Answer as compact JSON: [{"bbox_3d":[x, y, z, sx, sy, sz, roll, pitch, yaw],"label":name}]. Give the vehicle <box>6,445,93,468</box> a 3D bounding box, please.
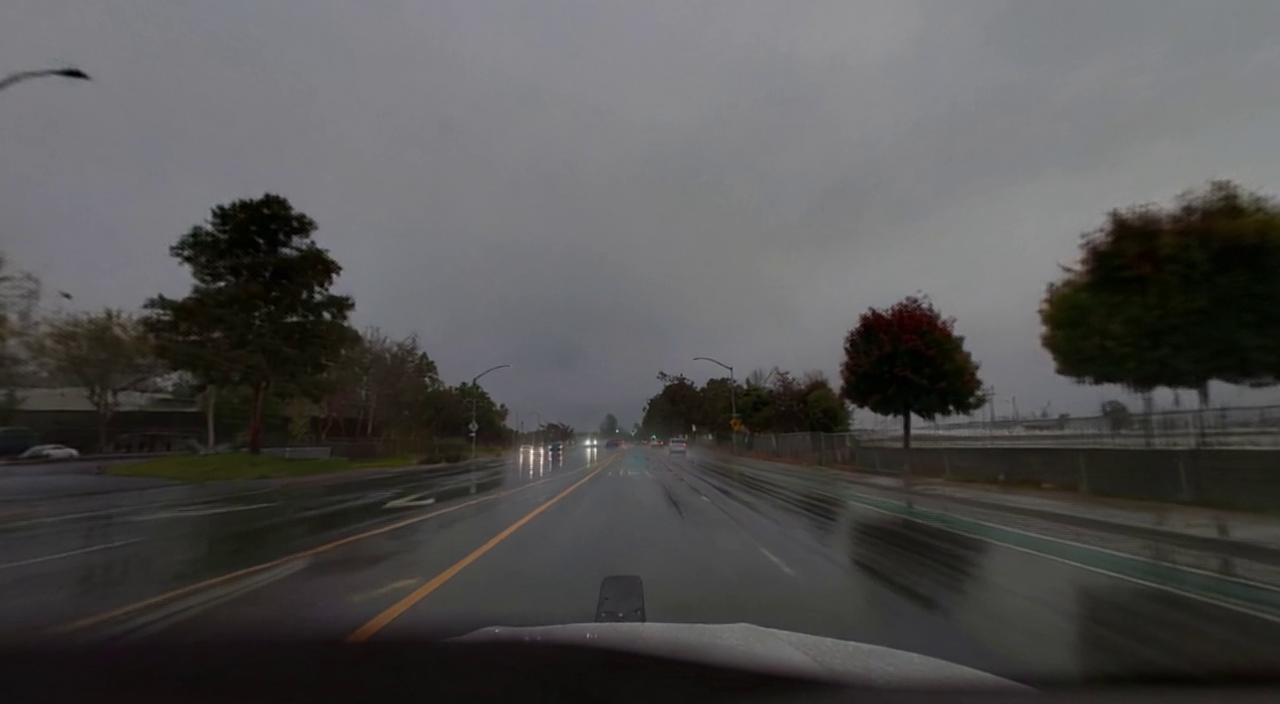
[{"bbox_3d":[-41.256,7.265,44.293,1.821,1.505,4.484,0,-8,-1],"label":"vehicle"}]
